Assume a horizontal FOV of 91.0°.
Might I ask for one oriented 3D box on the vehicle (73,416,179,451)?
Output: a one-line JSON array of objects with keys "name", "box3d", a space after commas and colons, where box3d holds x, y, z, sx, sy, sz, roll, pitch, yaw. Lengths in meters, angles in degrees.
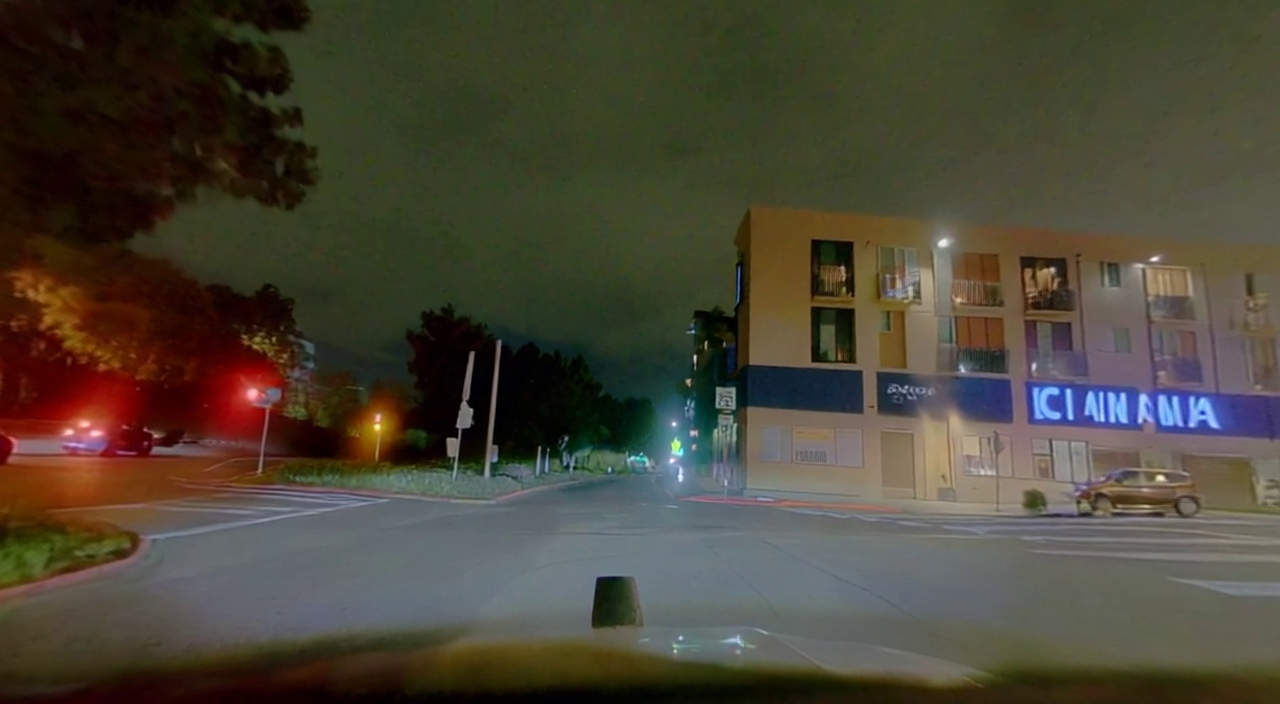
[{"name": "vehicle", "box3d": [-25.113, 4.013, 30.935, 1.870, 1.563, 4.039, 0, -8, -2]}]
